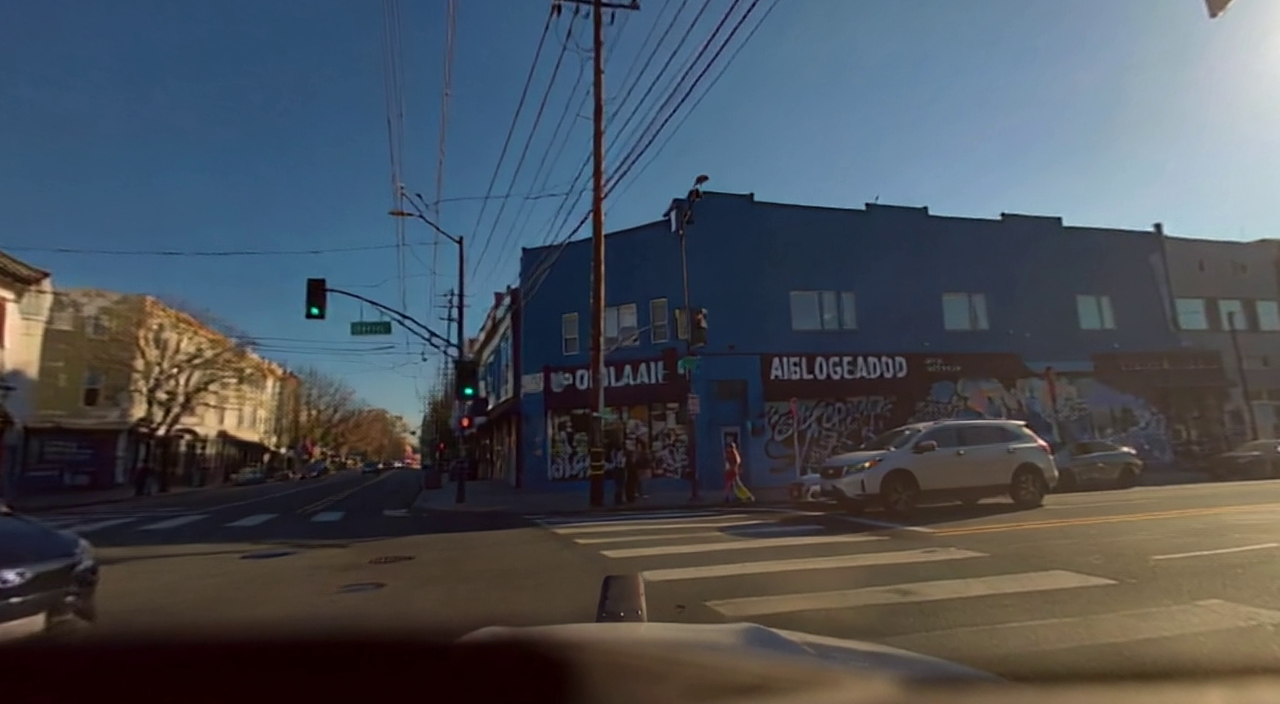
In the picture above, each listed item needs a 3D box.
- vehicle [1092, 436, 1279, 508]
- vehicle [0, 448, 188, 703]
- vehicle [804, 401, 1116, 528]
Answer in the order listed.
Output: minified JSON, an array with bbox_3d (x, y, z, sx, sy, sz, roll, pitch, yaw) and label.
[{"bbox_3d":[13.207,2.711,14.697,4.672,1.459,1.938,3,-9,-20],"label":"vehicle"},{"bbox_3d":[-5.850,1.380,4.155,4.439,1.457,2.097,-2,-9,11],"label":"vehicle"},{"bbox_3d":[5.940,2.039,11.908,4.970,1.972,2.372,3,-9,-21],"label":"vehicle"}]
